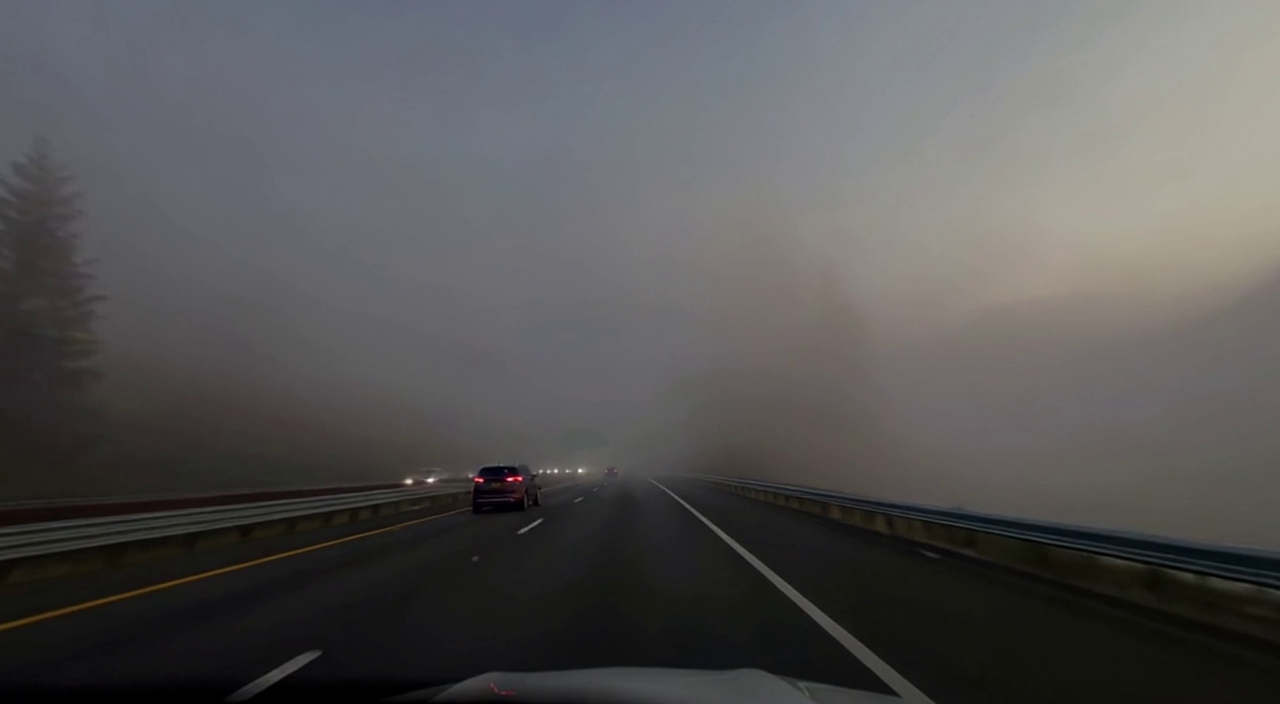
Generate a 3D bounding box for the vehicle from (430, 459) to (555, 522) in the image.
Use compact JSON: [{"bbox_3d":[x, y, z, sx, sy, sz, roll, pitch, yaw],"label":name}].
[{"bbox_3d":[-3.834,3.737,17.445,2.146,1.441,5.020,1,-10,1],"label":"vehicle"}]
